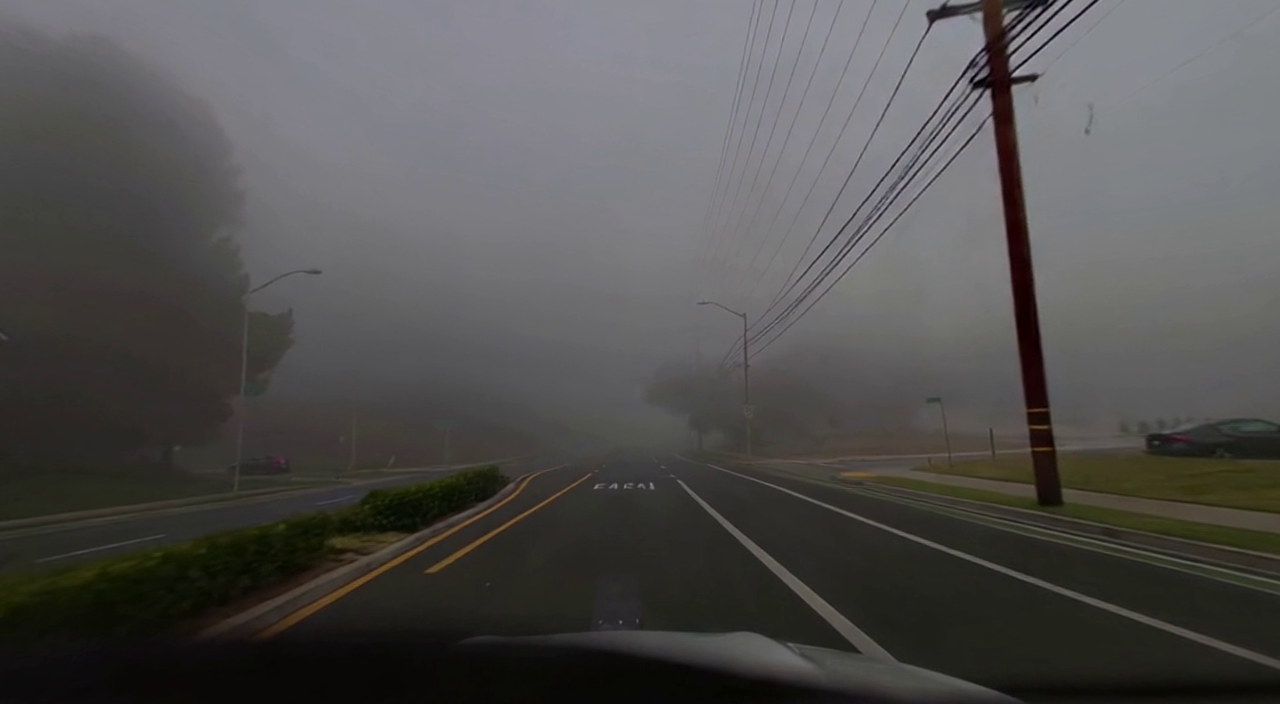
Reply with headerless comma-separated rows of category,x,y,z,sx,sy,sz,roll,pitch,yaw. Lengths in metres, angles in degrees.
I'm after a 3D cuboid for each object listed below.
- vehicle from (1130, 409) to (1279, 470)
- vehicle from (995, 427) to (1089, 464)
vehicle,16.611,2.403,17.301,4.681,1.541,2.049,0,-8,-3
vehicle,22.067,5.155,34.963,1.960,1.873,4.839,0,-8,0
